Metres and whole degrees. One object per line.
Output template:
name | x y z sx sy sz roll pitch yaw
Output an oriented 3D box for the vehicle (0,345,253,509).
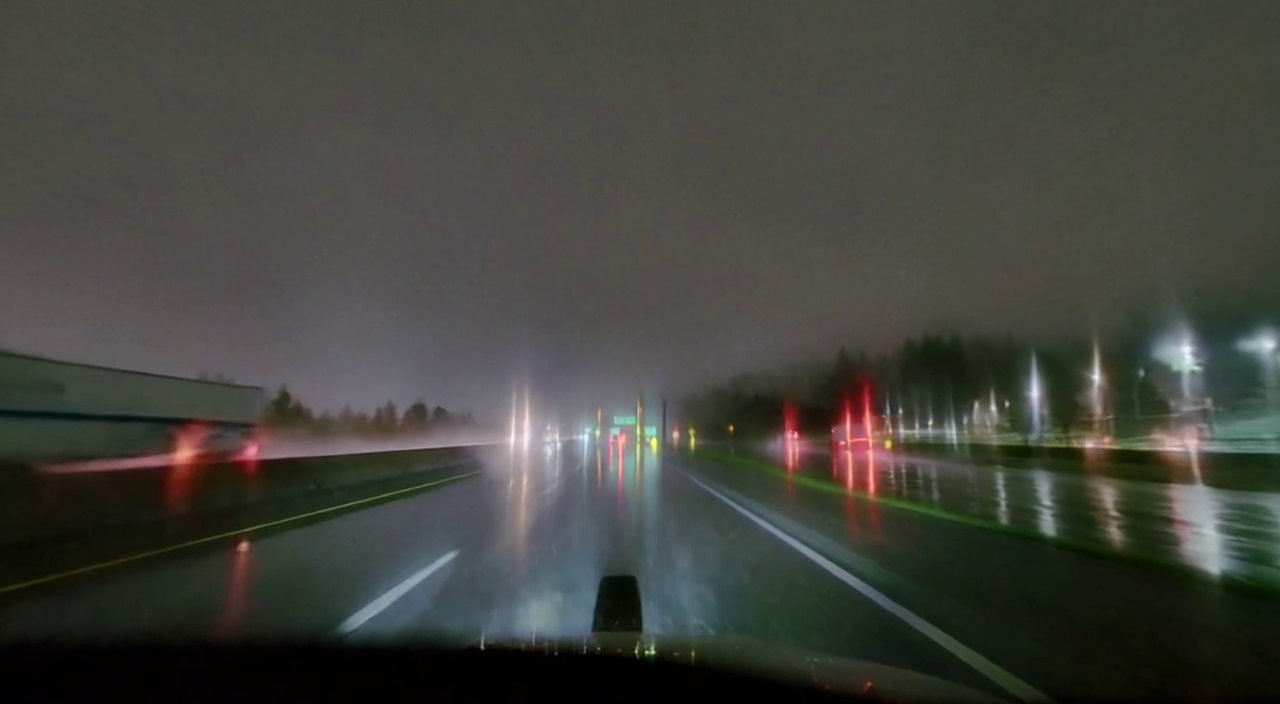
vehicle | -17.445 2.350 19.133 2.859 4.050 14.064 0 -8 -2
